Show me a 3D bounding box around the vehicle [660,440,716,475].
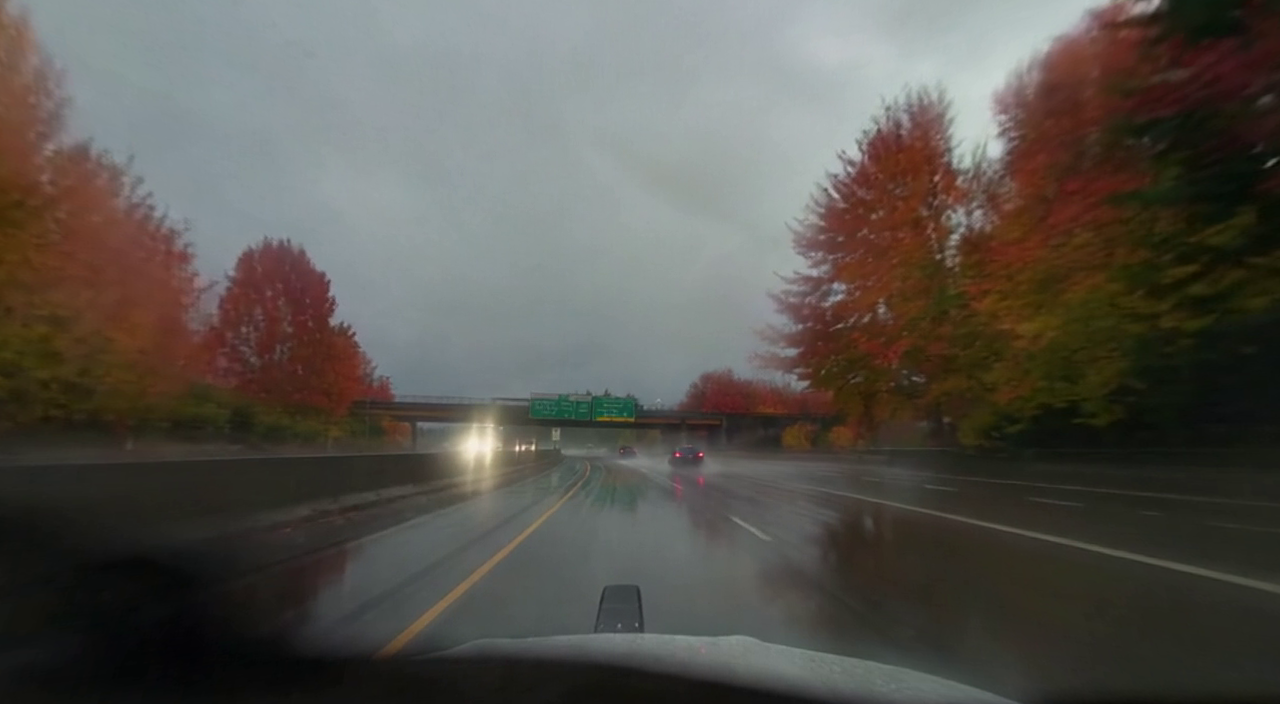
[{"bbox_3d":[2.318,5.262,31.409,2.337,1.633,4.222,0,-9,-2],"label":"vehicle"}]
